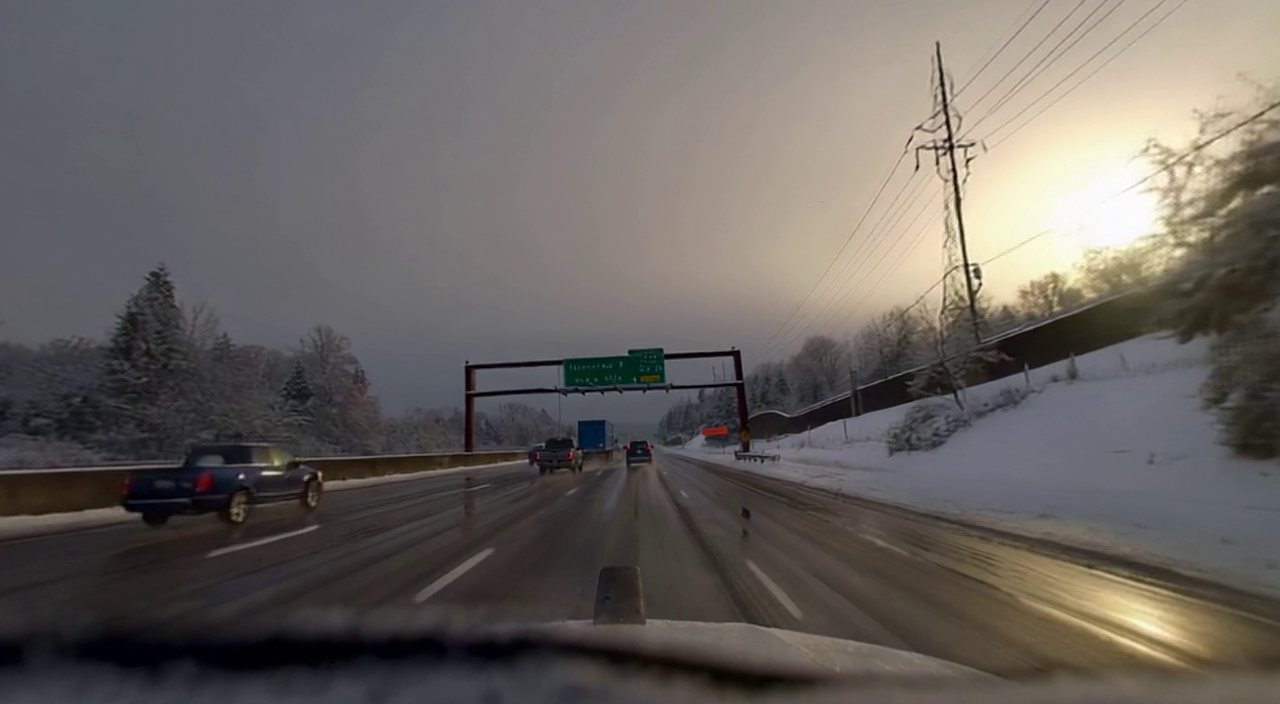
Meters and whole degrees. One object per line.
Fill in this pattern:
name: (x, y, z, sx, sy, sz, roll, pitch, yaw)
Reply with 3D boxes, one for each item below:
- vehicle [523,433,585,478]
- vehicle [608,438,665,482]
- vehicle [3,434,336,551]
vehicle: (-3.779, 4.636, 28.475, 2.109, 1.840, 4.614, 0, -9, 1)
vehicle: (-0.130, 4.449, 26.190, 2.178, 1.640, 4.071, 0, -9, 0)
vehicle: (-7.301, 2.194, 10.605, 2.025, 1.510, 4.582, 0, -9, 1)
